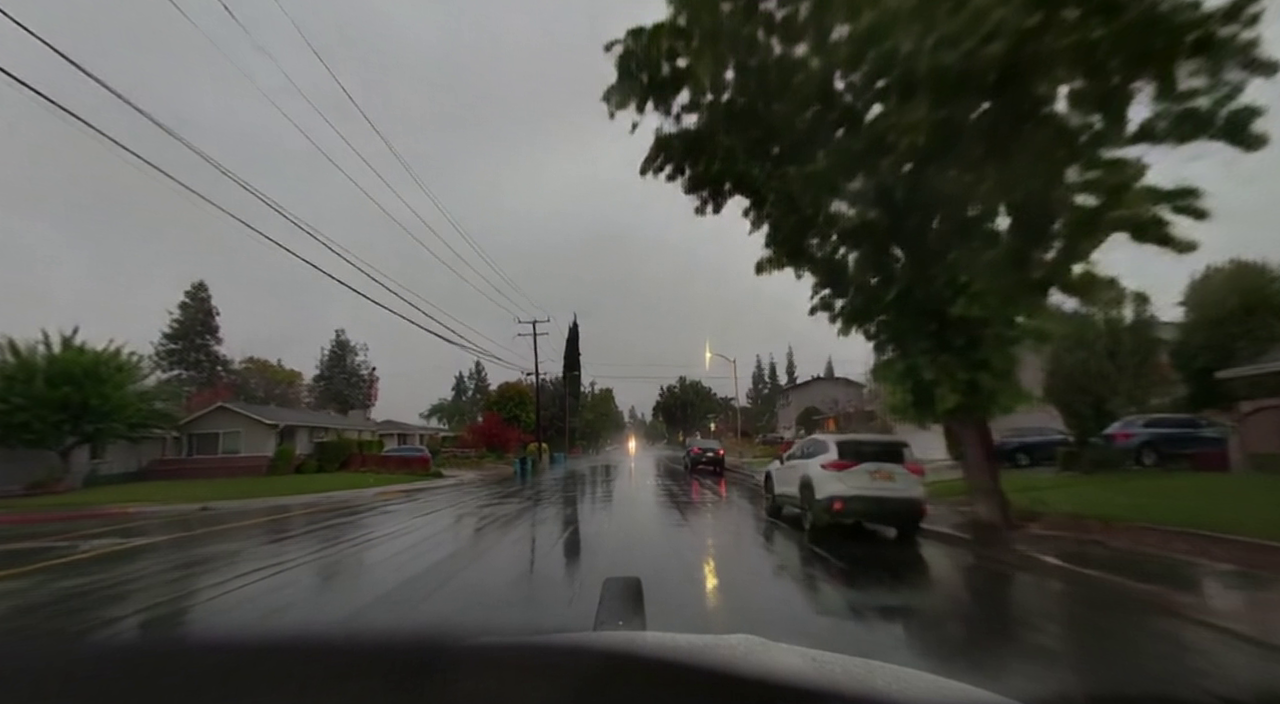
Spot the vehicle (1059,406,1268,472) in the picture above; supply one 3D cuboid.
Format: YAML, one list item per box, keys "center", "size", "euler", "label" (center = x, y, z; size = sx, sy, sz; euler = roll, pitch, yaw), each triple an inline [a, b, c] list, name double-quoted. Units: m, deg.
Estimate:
- center: [15.374, 2.575, 18.777]
  size: [4.283, 1.660, 2.035]
  euler: [-2, -7, 1]
  label: "vehicle"

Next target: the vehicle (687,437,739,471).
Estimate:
- center: [3.572, 5.097, 31.720]
  size: [2.012, 1.531, 4.557]
  euler: [0, -8, -1]
  label: "vehicle"

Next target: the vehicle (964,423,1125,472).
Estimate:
- center: [13.771, 3.274, 21.703]
  size: [4.116, 1.435, 1.920]
  euler: [-3, -8, 1]
  label: "vehicle"

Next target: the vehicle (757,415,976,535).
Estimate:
- center: [3.735, 2.132, 11.544]
  size: [2.134, 1.720, 4.515]
  euler: [0, -8, -3]
  label: "vehicle"
